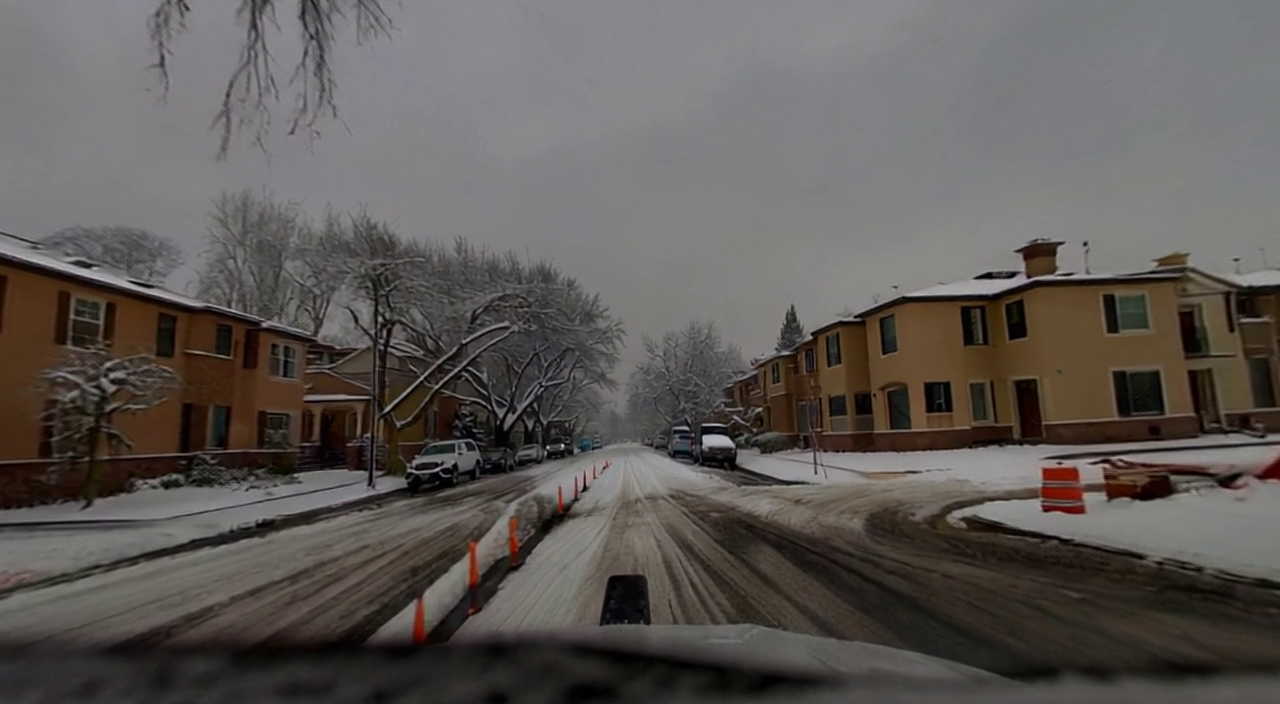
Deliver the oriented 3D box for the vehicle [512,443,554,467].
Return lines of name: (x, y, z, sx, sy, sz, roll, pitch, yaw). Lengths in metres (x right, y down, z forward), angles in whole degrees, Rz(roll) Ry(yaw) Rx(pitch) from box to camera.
vehicle: (-7.017, 6.830, 41.896, 1.974, 1.479, 4.607, 0, -8, 0)

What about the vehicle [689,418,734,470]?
vehicle: (3.697, 4.838, 33.278, 2.082, 2.534, 3.248, -2, -8, 3)

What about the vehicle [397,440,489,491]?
vehicle: (-6.881, 3.981, 22.569, 1.957, 1.608, 4.476, 0, -8, -1)
